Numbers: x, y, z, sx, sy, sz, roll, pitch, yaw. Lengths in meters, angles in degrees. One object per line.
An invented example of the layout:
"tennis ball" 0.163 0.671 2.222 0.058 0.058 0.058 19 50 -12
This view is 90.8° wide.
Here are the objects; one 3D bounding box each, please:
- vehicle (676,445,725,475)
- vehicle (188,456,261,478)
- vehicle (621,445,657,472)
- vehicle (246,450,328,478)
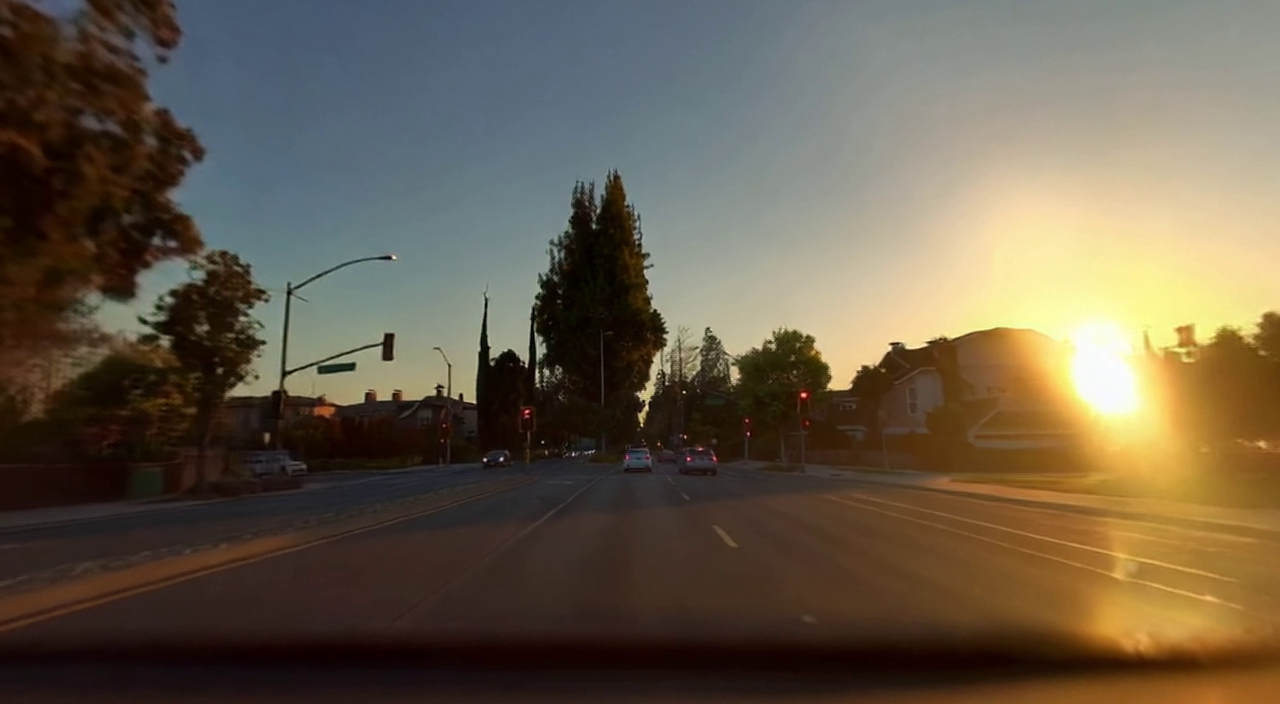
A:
"vehicle" 3.124 5.661 33.455 2.057 1.496 4.401 0 -8 -1
"vehicle" -31.716 8.801 48.249 4.427 1.572 1.759 -1 -8 5
"vehicle" -0.073 6.262 37.437 2.018 1.511 3.993 0 -8 0
"vehicle" -25.113 8.004 45.073 4.634 1.840 2.025 -1 -10 2
